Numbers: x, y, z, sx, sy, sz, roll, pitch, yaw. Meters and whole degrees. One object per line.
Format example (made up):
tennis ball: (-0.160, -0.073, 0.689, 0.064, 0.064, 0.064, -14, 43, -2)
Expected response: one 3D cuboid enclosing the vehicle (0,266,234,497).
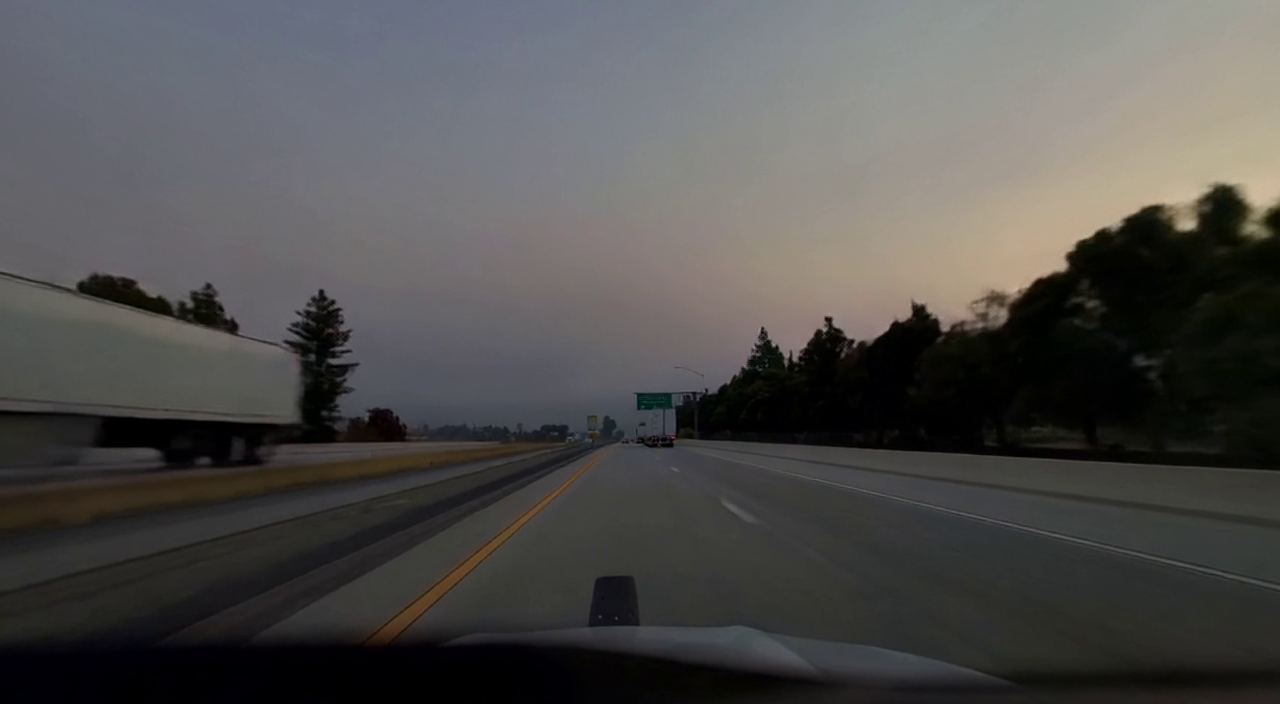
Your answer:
vehicle: (-12.818, 0.437, 10.621, 2.859, 4.075, 14.016, 0, -8, -1)
